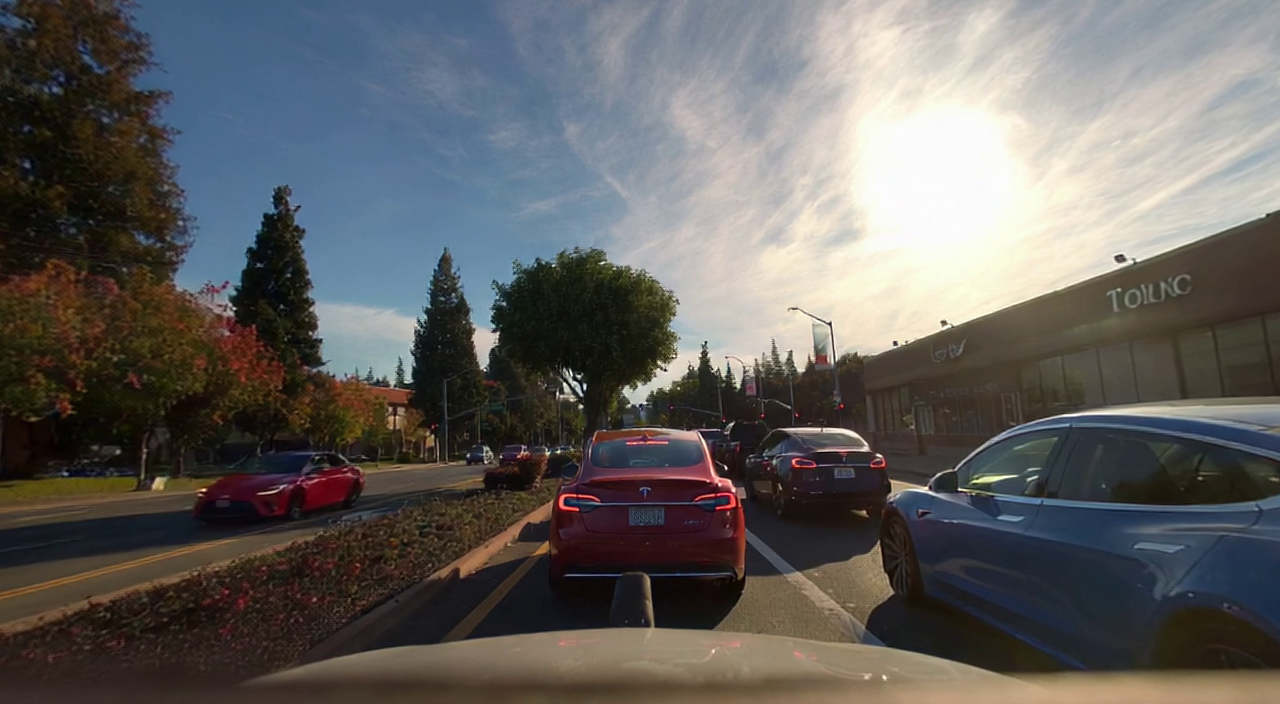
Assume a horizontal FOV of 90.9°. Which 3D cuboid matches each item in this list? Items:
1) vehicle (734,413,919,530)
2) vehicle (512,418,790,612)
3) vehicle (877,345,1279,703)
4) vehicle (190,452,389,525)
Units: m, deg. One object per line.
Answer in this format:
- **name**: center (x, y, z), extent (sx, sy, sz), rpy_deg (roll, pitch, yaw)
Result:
- **vehicle**: center (3.162, 2.128, 11.773), extent (2.088, 1.769, 4.283), rpy_deg (0, -8, -1)
- **vehicle**: center (0.101, 1.553, 6.911), extent (2.137, 1.488, 3.938), rpy_deg (0, -8, 1)
- **vehicle**: center (3.183, 0.999, 3.432), extent (2.038, 1.651, 4.455), rpy_deg (0, -8, 0)
- **vehicle**: center (-7.910, 3.080, 14.859), extent (2.089, 1.381, 4.477), rpy_deg (0, -8, 0)
